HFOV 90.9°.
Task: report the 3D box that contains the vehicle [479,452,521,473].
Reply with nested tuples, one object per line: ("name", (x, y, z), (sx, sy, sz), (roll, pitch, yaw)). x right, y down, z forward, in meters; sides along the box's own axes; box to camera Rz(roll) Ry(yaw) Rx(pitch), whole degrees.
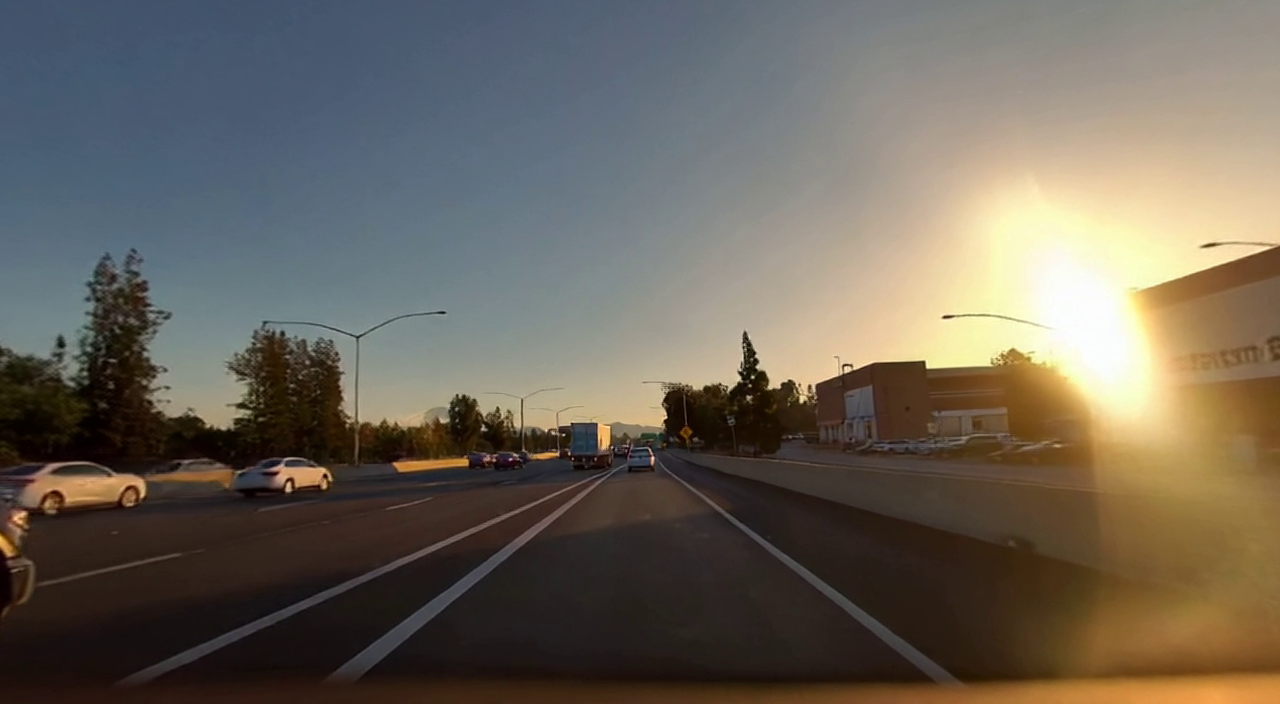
("vehicle", (-10.610, 8.384, 48.058), (1.928, 1.480, 4.823), (-1, -8, 2))

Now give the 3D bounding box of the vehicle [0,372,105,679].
("vehicle", (-4.930, 0.783, 2.073), (2.200, 1.793, 4.586), (0, -8, 2))

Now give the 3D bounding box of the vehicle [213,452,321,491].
("vehicle", (-18.001, 5.756, 30.762), (2.076, 1.709, 4.893), (-1, -8, 3))

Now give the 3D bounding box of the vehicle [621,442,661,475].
("vehicle", (0.088, 6.208, 36.989), (2.227, 1.794, 4.646), (0, -8, 1))

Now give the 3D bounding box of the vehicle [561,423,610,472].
("vehicle", (-4.061, 7.395, 49.113), (2.796, 3.426, 8.553), (-1, -8, 2))
